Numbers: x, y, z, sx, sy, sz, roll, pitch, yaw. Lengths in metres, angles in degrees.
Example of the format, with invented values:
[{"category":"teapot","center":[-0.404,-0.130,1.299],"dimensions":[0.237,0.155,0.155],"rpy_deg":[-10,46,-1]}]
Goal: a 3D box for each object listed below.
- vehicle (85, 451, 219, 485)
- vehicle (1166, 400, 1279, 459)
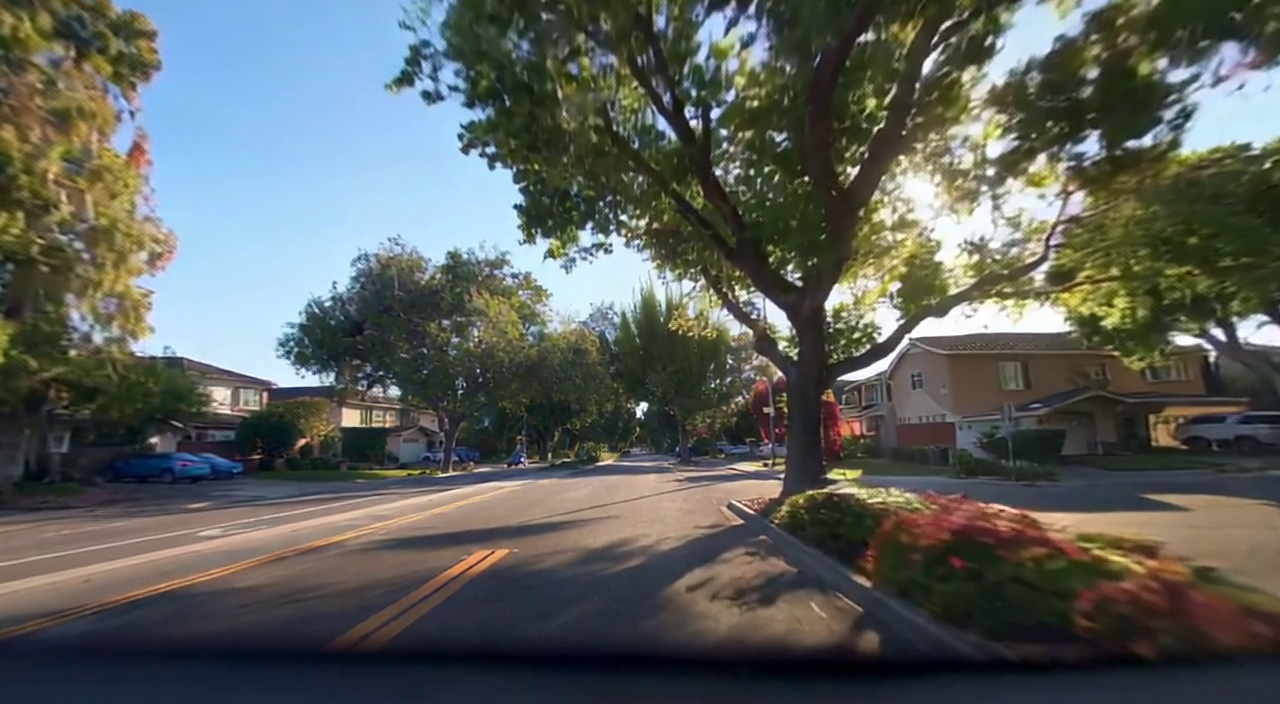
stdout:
[{"category":"vehicle","center":[-22.880,5.437,29.740],"dimensions":[4.486,1.509,2.189],"rpy_deg":[0,-8,1]},{"category":"vehicle","center":[26.484,3.334,26.994],"dimensions":[5.595,2.365,2.241],"rpy_deg":[-1,-8,7]}]
